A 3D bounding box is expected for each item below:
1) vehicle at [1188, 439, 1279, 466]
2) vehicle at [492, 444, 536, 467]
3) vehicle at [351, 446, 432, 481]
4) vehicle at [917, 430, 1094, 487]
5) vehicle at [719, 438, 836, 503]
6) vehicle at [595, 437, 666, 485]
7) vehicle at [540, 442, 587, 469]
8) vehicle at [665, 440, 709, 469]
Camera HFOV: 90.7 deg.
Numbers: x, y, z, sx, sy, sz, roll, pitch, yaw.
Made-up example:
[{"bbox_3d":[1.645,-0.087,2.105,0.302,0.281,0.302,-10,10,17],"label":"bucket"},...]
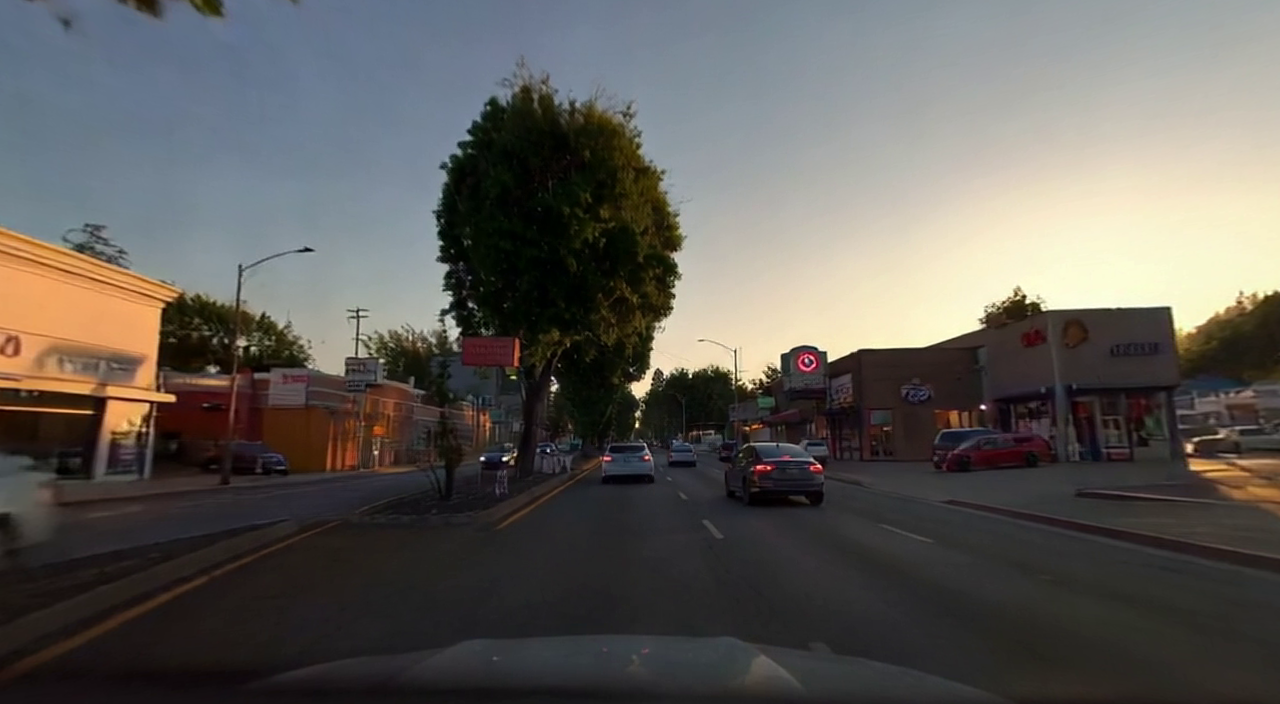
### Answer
[{"bbox_3d":[33.603,5.544,35.090,4.641,1.440,1.810,0,-8,1],"label":"vehicle"},{"bbox_3d":[-8.556,7.057,43.423,2.116,1.486,4.669,0,-9,0],"label":"vehicle"},{"bbox_3d":[-11.350,5.092,29.245,1.919,1.497,4.565,0,-9,0],"label":"vehicle"},{"bbox_3d":[11.387,3.316,19.894,4.291,1.652,2.122,1,-9,-7],"label":"vehicle"},{"bbox_3d":[3.426,3.038,16.670,2.060,1.471,4.168,0,-9,-1],"label":"vehicle"},{"bbox_3d":[-0.307,3.751,22.083,2.232,1.508,4.319,0,-8,0],"label":"vehicle"},{"bbox_3d":[-4.467,6.105,37.492,2.129,1.459,4.358,0,-9,1],"label":"vehicle"},{"bbox_3d":[2.607,5.813,36.028,2.098,1.527,3.966,0,-9,-2],"label":"vehicle"}]
